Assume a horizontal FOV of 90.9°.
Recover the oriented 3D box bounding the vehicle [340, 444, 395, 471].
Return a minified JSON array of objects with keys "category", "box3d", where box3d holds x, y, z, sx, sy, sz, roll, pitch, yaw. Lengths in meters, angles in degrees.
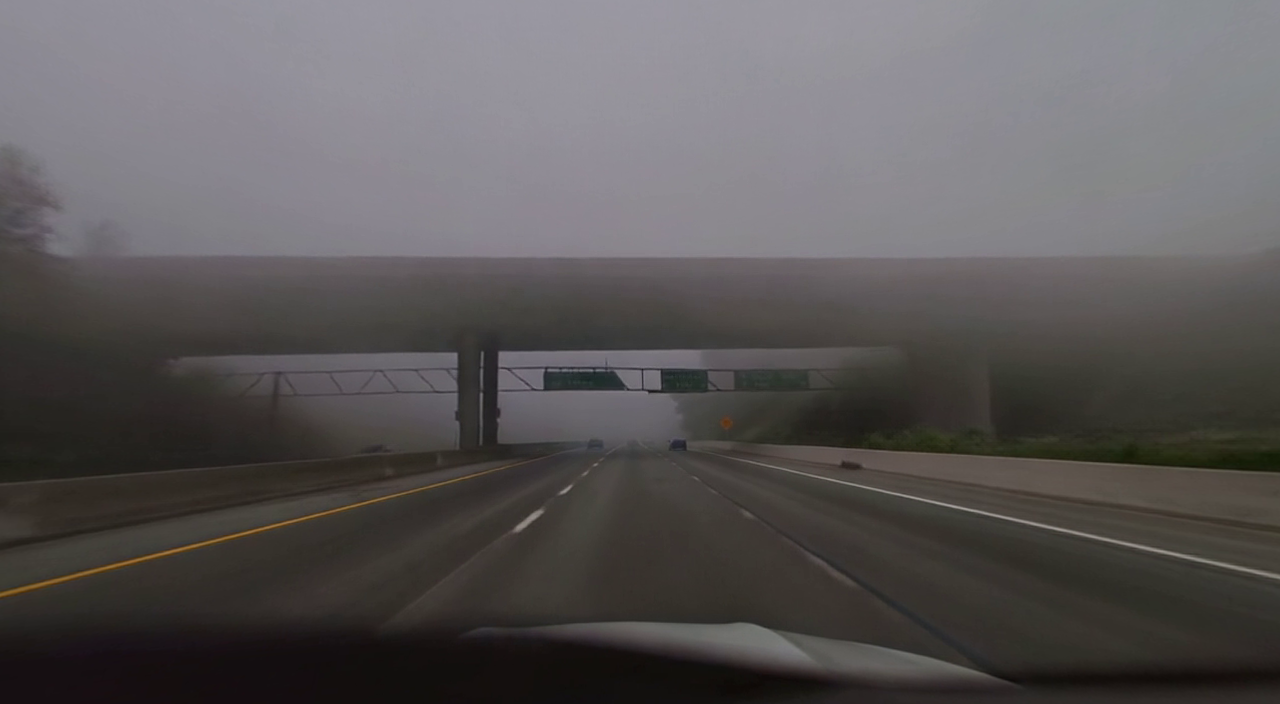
[{"category":"vehicle","box3d":[-17.169,6.643,39.919,1.797,1.528,3.922,0,-8,-1]}]
